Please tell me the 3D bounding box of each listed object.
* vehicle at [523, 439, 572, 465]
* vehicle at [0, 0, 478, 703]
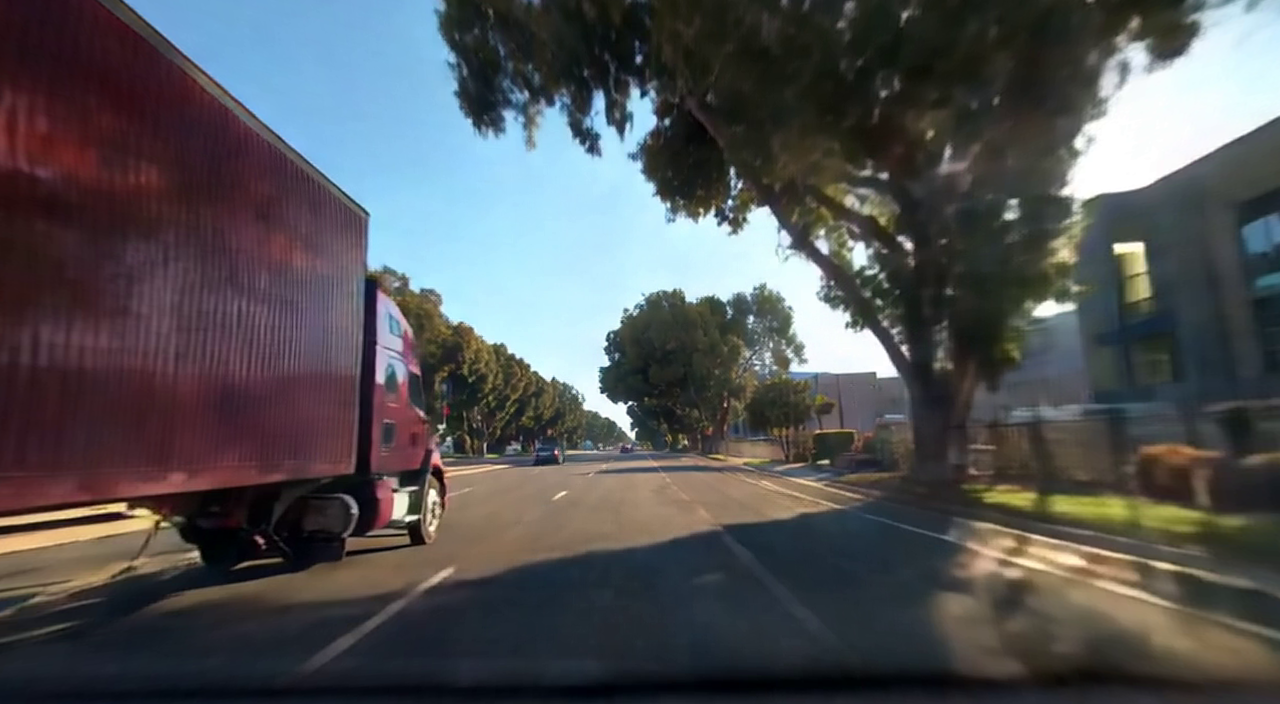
[{"bbox_3d":[-7.051,7.718,49.188,2.743,1.832,7.257,0,-8,0],"label":"vehicle"},{"bbox_3d":[-3.541,0.132,3.685,2.910,3.419,8.376,0,-8,0],"label":"vehicle"}]
